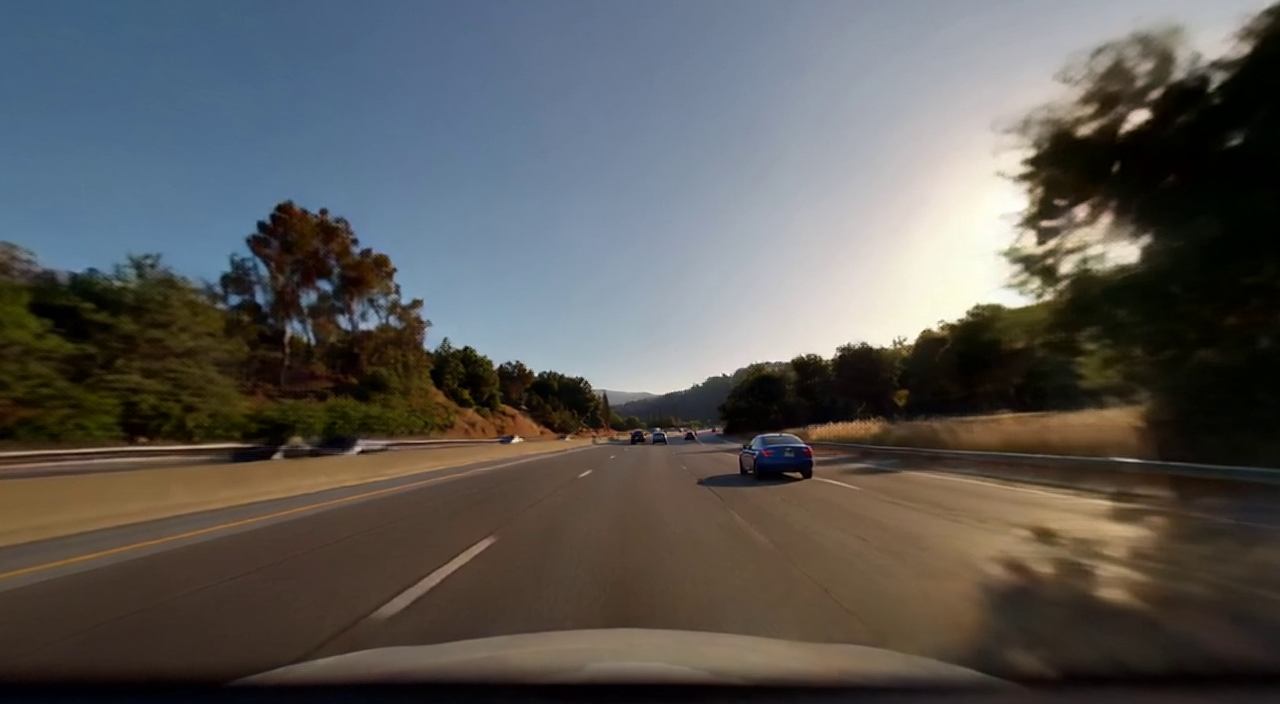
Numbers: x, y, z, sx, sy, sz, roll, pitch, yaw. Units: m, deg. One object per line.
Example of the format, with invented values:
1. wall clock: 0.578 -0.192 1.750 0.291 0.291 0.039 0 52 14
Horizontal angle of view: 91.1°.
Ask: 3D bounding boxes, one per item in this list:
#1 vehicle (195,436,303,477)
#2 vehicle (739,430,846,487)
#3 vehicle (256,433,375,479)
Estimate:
1. vehicle: -15.619 4.156 25.394 1.824 1.478 3.873 0 -8 1
2. vehicle: 4.305 3.065 18.501 1.982 1.452 4.294 0 -8 -1
3. vehicle: -12.213 3.912 24.077 2.044 1.555 4.799 0 -8 -1
